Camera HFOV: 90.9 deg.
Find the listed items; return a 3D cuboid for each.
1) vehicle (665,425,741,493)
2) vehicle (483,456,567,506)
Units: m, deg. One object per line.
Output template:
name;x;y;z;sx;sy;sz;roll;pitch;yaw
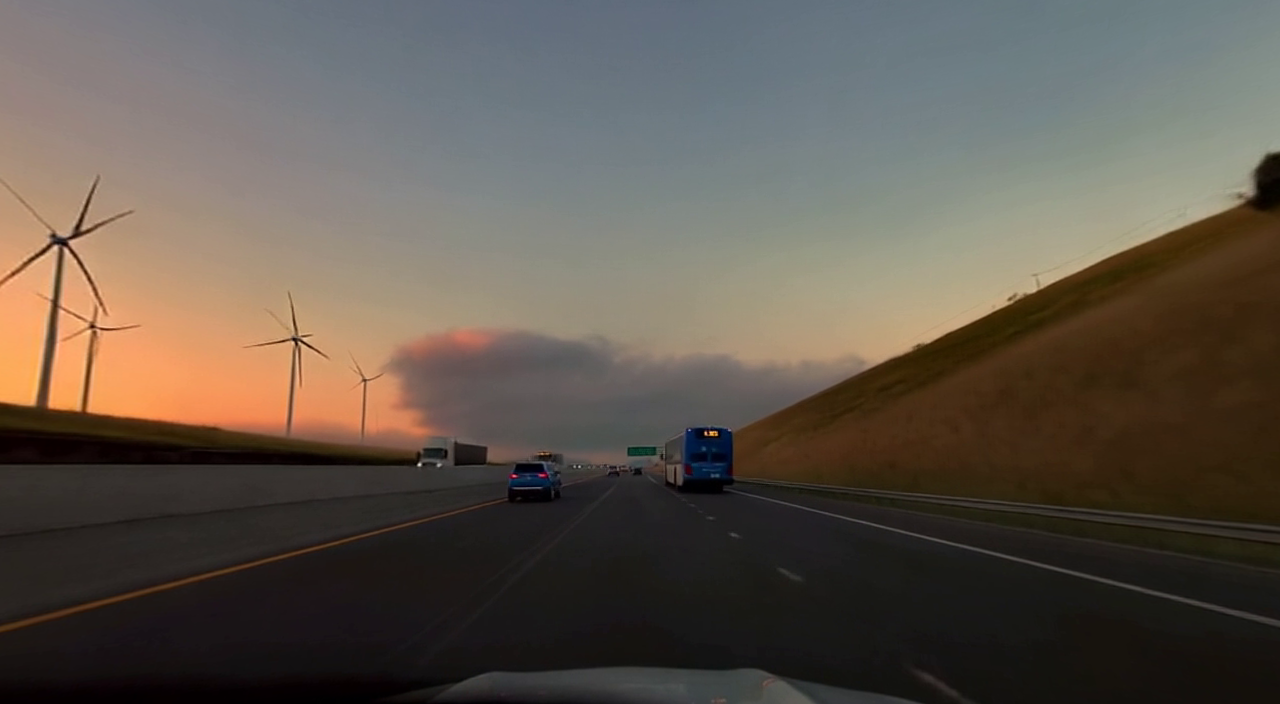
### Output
vehicle;3.609;6.979;40.654;2.941;3.574;14.463;1;-10;-2
vehicle;-3.971;4.585;22.598;2.213;1.568;4.274;1;-10;0
